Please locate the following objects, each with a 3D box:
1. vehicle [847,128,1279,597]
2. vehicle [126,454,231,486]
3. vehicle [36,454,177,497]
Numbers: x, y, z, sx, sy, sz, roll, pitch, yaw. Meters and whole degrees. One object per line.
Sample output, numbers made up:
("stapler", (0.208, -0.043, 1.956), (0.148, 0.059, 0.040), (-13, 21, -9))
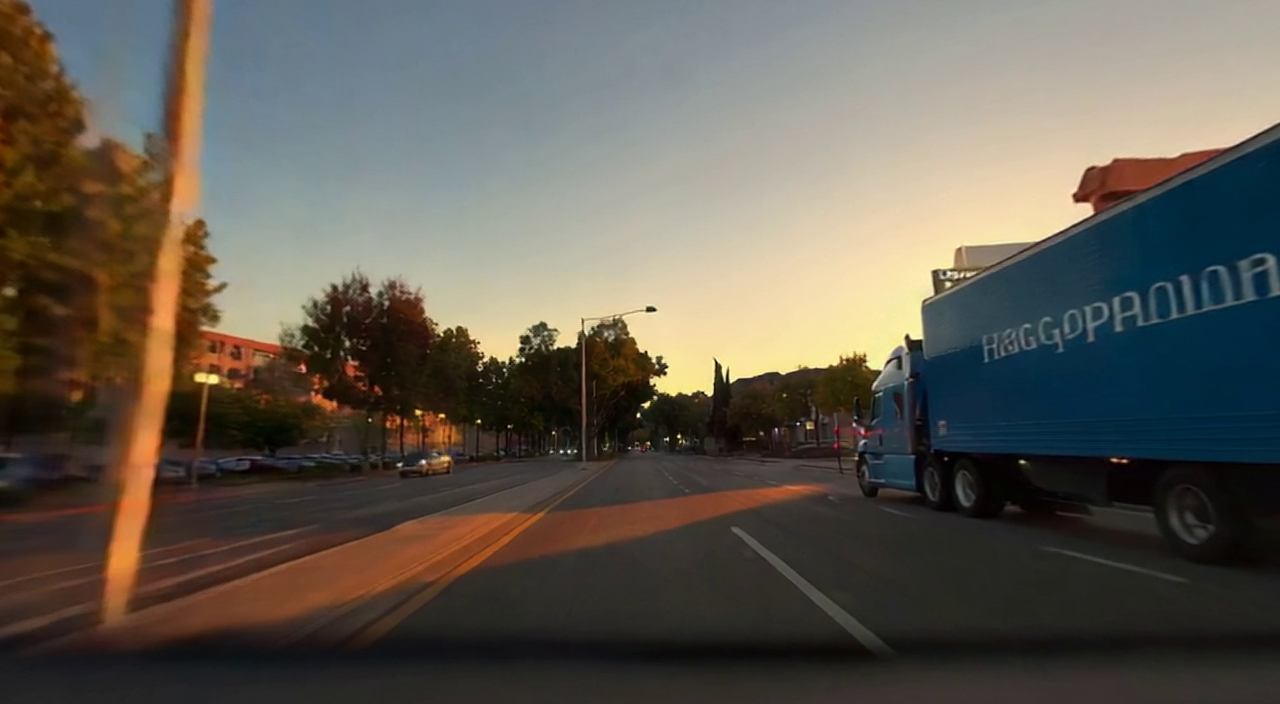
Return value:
("vehicle", (6.730, 0.740, 9.567), (3.120, 3.794, 11.510), (0, -8, -1))
("vehicle", (-28.057, 7.136, 38.587), (4.923, 1.725, 2.088), (6, -10, -34))
("vehicle", (-25.366, 5.849, 30.269), (4.900, 1.808, 2.103), (7, -11, -39))
